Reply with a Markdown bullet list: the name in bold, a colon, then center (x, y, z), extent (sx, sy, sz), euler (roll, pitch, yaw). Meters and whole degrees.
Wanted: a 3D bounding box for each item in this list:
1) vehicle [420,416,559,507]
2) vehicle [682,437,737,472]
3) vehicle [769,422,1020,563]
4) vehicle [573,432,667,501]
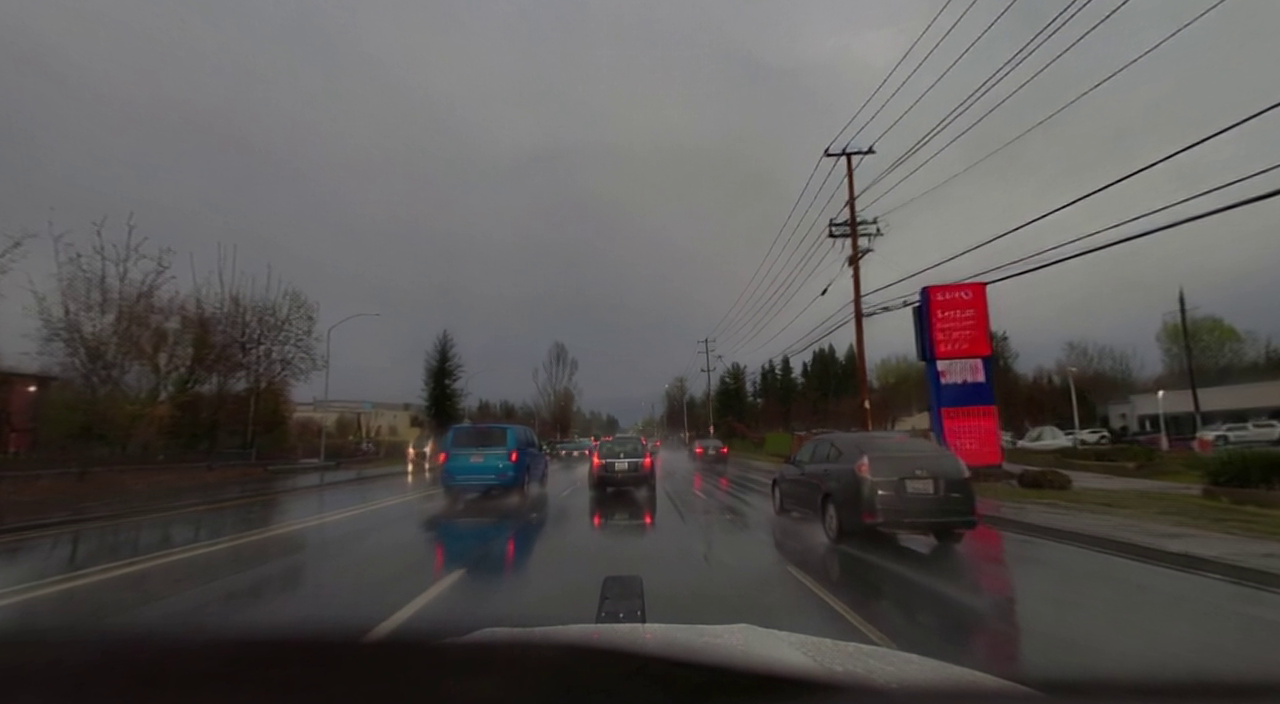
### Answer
- **vehicle**: center (-3.368, 2.570, 15.234), extent (2.092, 1.839, 4.736), euler (0, -8, 1)
- **vehicle**: center (3.105, 4.688, 29.044), extent (1.878, 1.479, 4.461), euler (0, -8, -2)
- **vehicle**: center (3.175, 1.811, 8.822), extent (1.880, 1.521, 3.724), euler (0, -8, -1)
- **vehicle**: center (-0.438, 2.833, 16.000), extent (2.097, 1.511, 3.809), euler (0, -8, 0)
